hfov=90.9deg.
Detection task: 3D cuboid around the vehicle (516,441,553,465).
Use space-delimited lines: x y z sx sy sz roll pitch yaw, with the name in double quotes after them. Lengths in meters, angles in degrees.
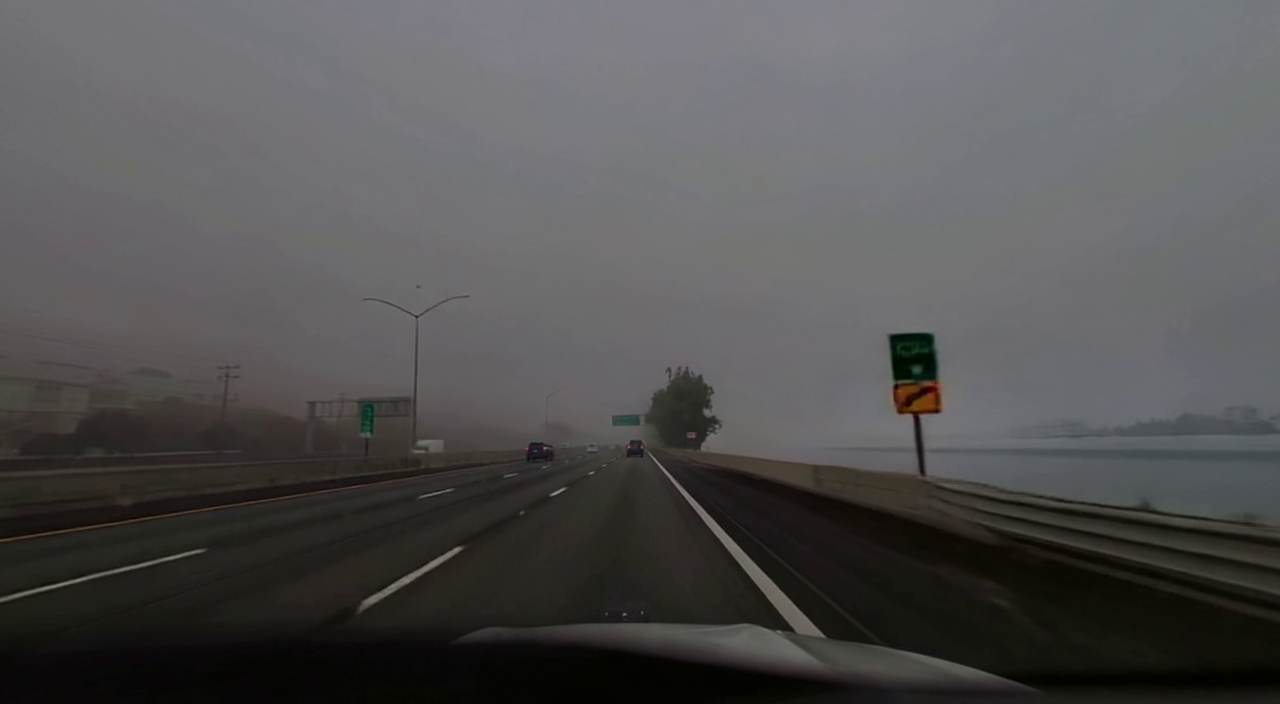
-7.491 7.197 45.124 1.946 1.590 4.042 0 -8 1 "vehicle"
